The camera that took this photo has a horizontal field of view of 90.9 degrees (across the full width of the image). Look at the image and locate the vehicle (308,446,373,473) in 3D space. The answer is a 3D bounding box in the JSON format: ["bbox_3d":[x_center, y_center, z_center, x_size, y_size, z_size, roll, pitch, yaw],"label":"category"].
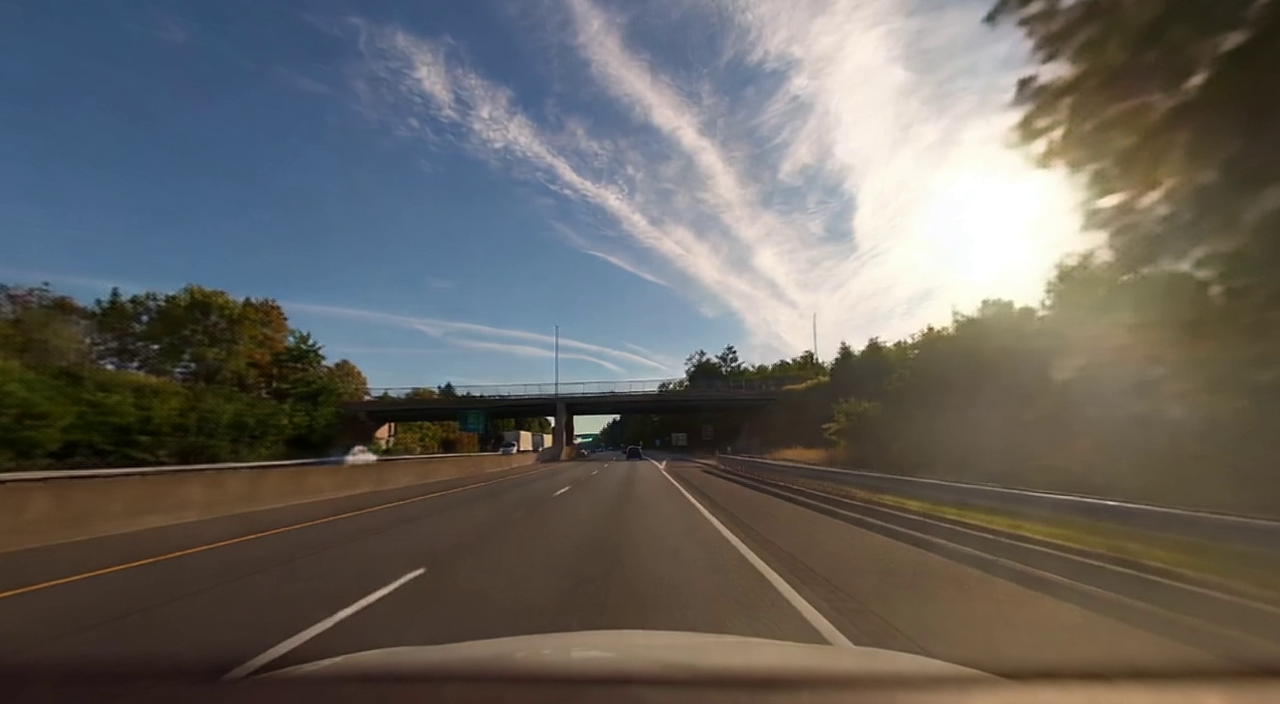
[{"bbox_3d":[-18.089,6.489,38.315,1.888,1.549,4.253,0,-9,0],"label":"vehicle"}]
